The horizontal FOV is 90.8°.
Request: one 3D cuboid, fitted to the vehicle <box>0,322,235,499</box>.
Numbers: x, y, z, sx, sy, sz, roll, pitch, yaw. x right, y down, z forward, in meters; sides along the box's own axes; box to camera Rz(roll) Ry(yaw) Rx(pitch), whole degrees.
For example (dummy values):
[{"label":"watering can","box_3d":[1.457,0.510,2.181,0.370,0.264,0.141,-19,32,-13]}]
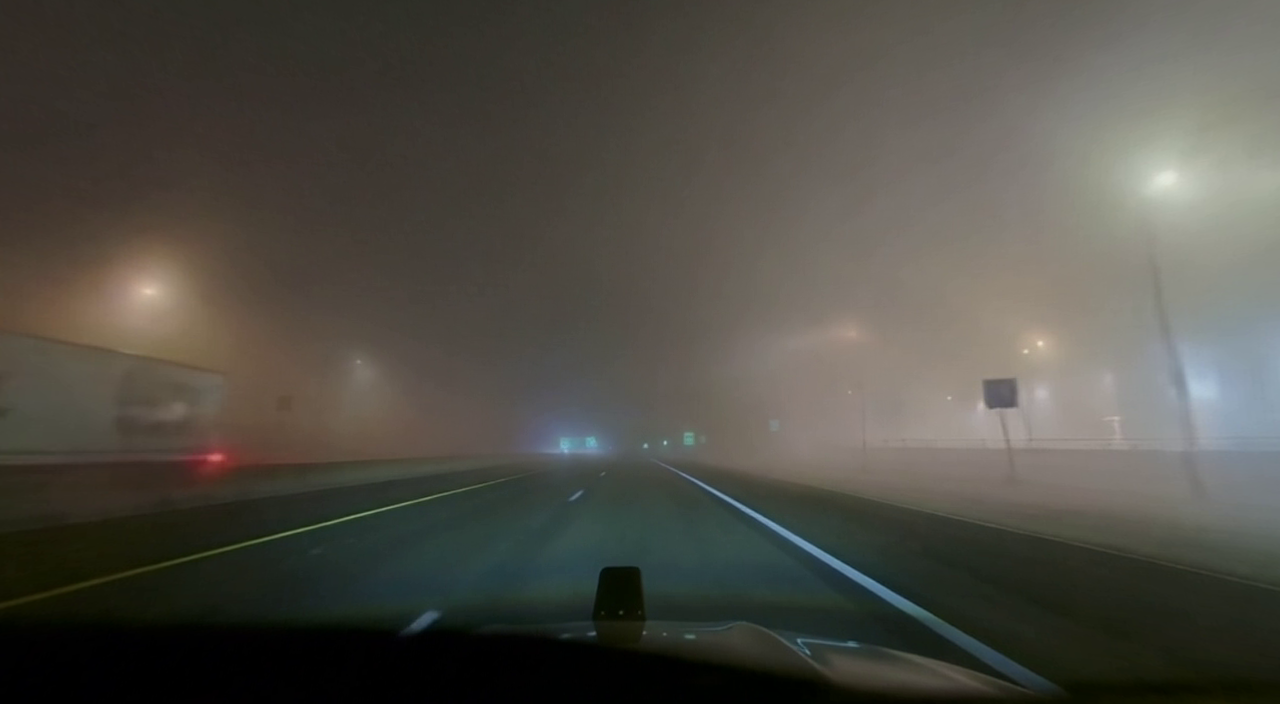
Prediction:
[{"label":"vehicle","box_3d":[-16.397,1.559,15.883,2.944,4.077,14.655,0,-9,-1]}]
